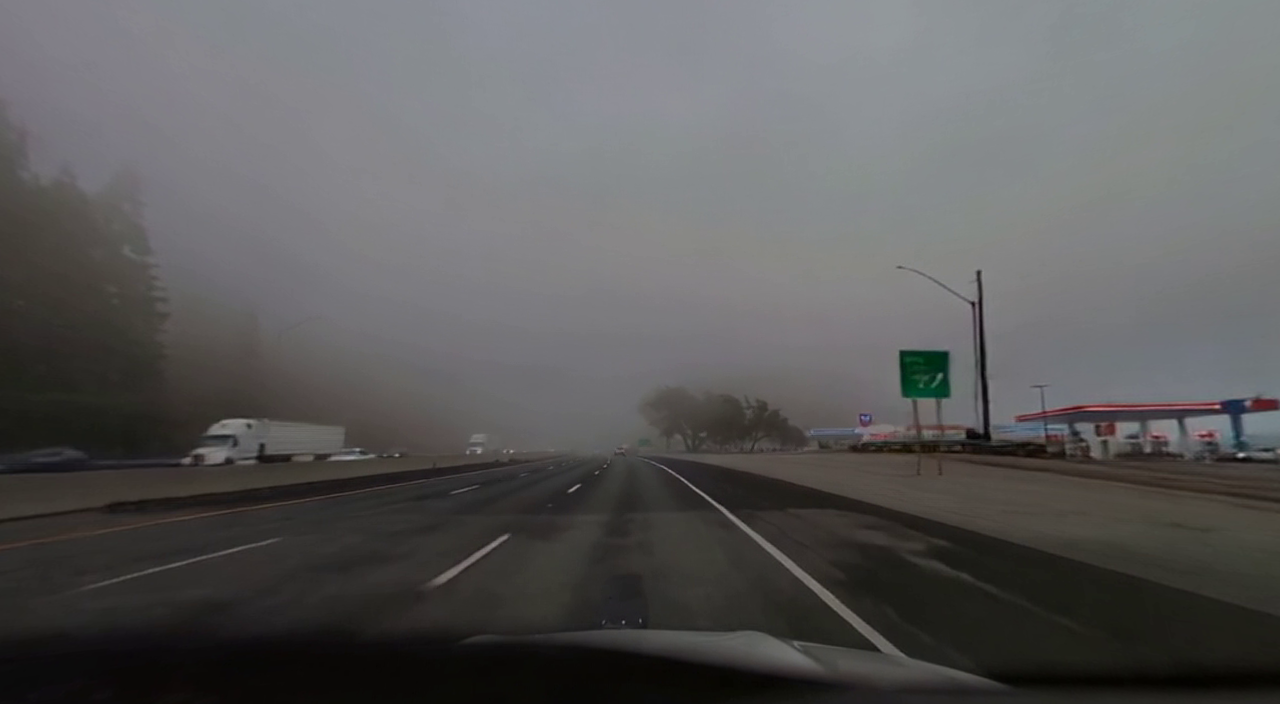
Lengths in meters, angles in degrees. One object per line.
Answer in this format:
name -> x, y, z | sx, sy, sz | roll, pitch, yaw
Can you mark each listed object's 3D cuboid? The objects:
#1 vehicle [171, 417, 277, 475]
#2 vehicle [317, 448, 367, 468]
vehicle -> -30.275, 6.882, 46.343 | 3.007, 3.915, 7.091 | 0, -8, -2
vehicle -> -23.523, 8.339, 49.928 | 2.024, 1.476, 4.199 | 0, -8, -2
